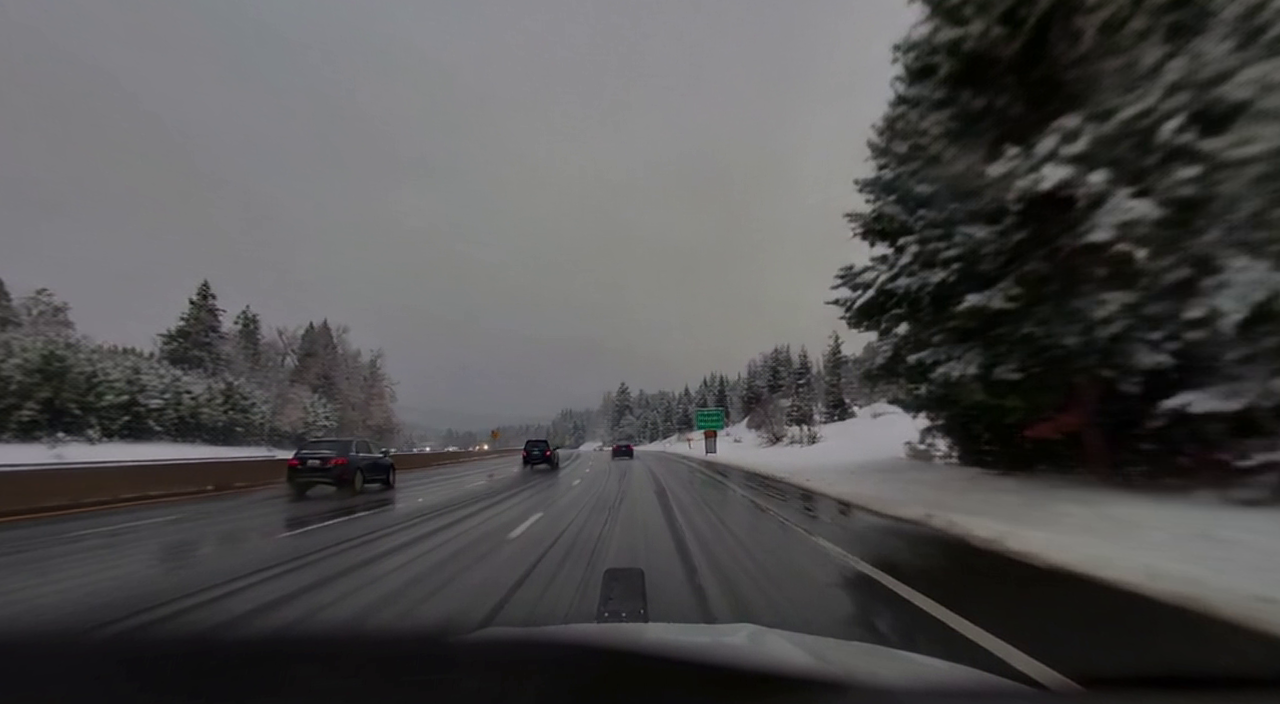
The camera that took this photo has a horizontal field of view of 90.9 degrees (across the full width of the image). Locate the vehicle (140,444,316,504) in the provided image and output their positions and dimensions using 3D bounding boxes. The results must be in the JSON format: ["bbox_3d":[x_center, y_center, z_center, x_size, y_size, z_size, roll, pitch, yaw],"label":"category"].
[{"bbox_3d":[-11.756,3.464,18.501,2.028,1.499,4.702,0,-8,-1],"label":"vehicle"}]

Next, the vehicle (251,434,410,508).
[{"bbox_3d":[-7.707,2.976,16.233,2.086,1.628,4.039,0,-8,-1],"label":"vehicle"}]

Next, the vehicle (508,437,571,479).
[{"bbox_3d":[-4.169,4.479,26.943,1.991,1.610,4.606,0,-8,-1],"label":"vehicle"}]

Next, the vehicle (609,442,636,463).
[{"bbox_3d":[-1.257,7.313,45.923,1.881,1.460,3.694,0,-8,-2],"label":"vehicle"}]
